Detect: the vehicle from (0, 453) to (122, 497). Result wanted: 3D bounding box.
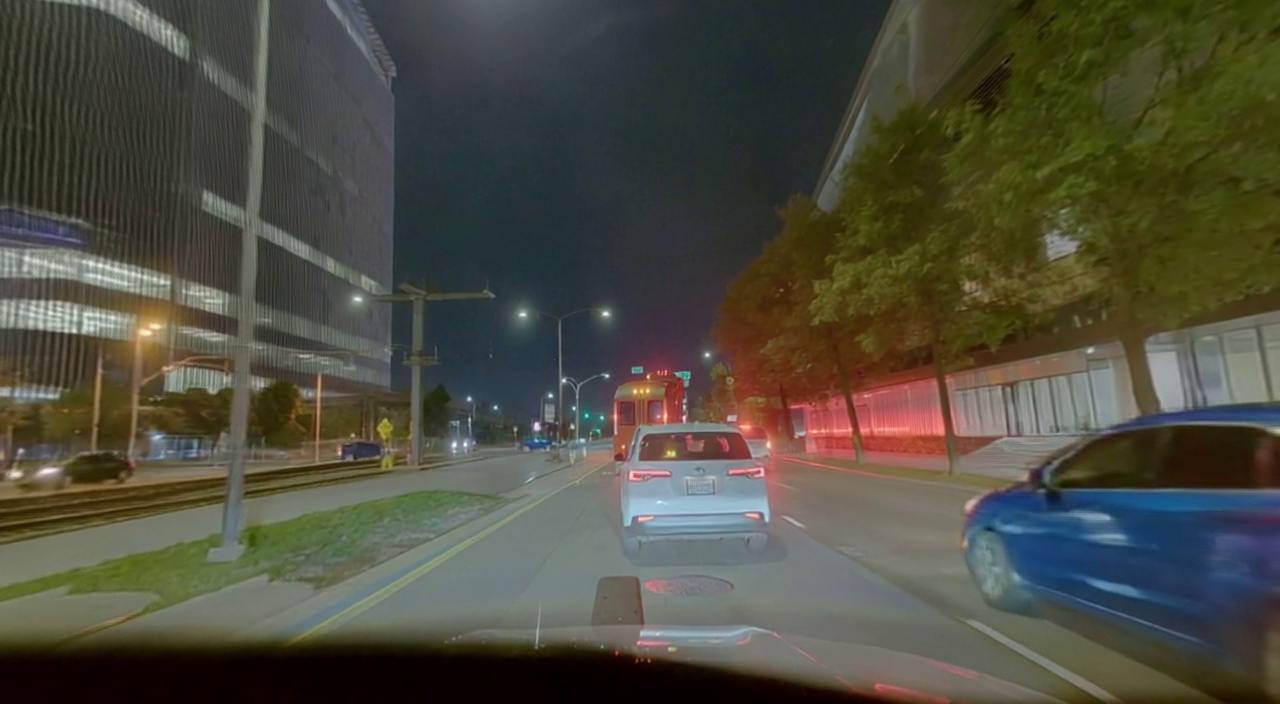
[{"bbox_3d":[-23.057,4.700,24.379,1.900,1.465,4.781,0,-9,0],"label":"vehicle"}]

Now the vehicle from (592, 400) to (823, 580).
[{"bbox_3d":[0.550,1.610,8.064,2.190,1.684,4.084,0,-9,-3],"label":"vehicle"}]

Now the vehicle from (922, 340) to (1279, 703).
[{"bbox_3d":[3.846,0.962,3.676,2.212,1.709,4.715,0,-9,0],"label":"vehicle"}]
